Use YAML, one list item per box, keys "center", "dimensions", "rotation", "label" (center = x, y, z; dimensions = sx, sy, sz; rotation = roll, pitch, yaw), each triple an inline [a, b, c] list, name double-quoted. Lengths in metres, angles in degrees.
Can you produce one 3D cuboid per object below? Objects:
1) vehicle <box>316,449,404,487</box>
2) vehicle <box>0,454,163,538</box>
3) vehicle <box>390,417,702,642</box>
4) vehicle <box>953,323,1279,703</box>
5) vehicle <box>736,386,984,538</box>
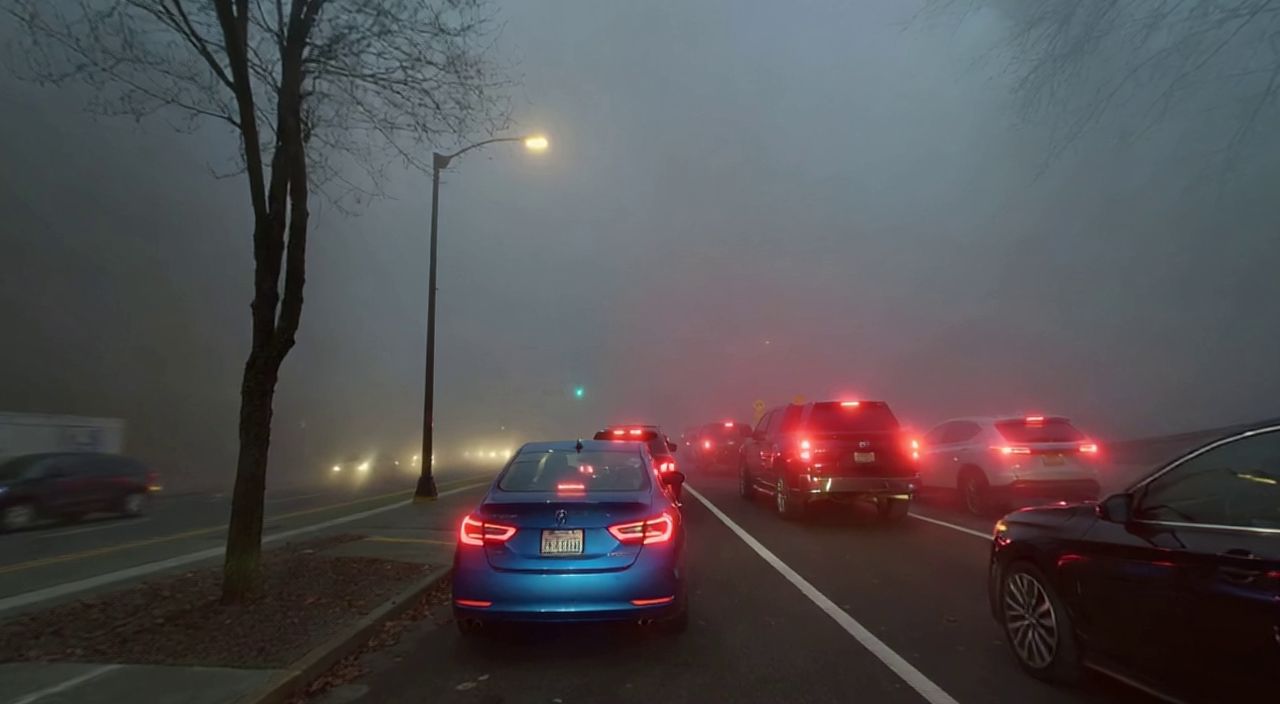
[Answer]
- center: [-12.428, 5.138, 28.220]
  dimensions: [1.882, 1.538, 4.382]
  rotation: [0, -8, 1]
  label: "vehicle"
- center: [-12.790, 2.905, 13.077]
  dimensions: [1.968, 1.497, 4.649]
  rotation: [0, -9, 1]
  label: "vehicle"
- center: [-0.583, 1.502, 6.333]
  dimensions: [2.111, 1.506, 4.018]
  rotation: [0, -9, 2]
  label: "vehicle"
- center: [3.154, 0.760, 2.074]
  dimensions: [1.982, 1.709, 4.427]
  rotation: [0, -9, 1]
  label: "vehicle"
- center: [3.511, 1.960, 11.693]
  dimensions: [2.444, 2.098, 5.766]
  rotation: [0, -9, -1]
  label: "vehicle"
